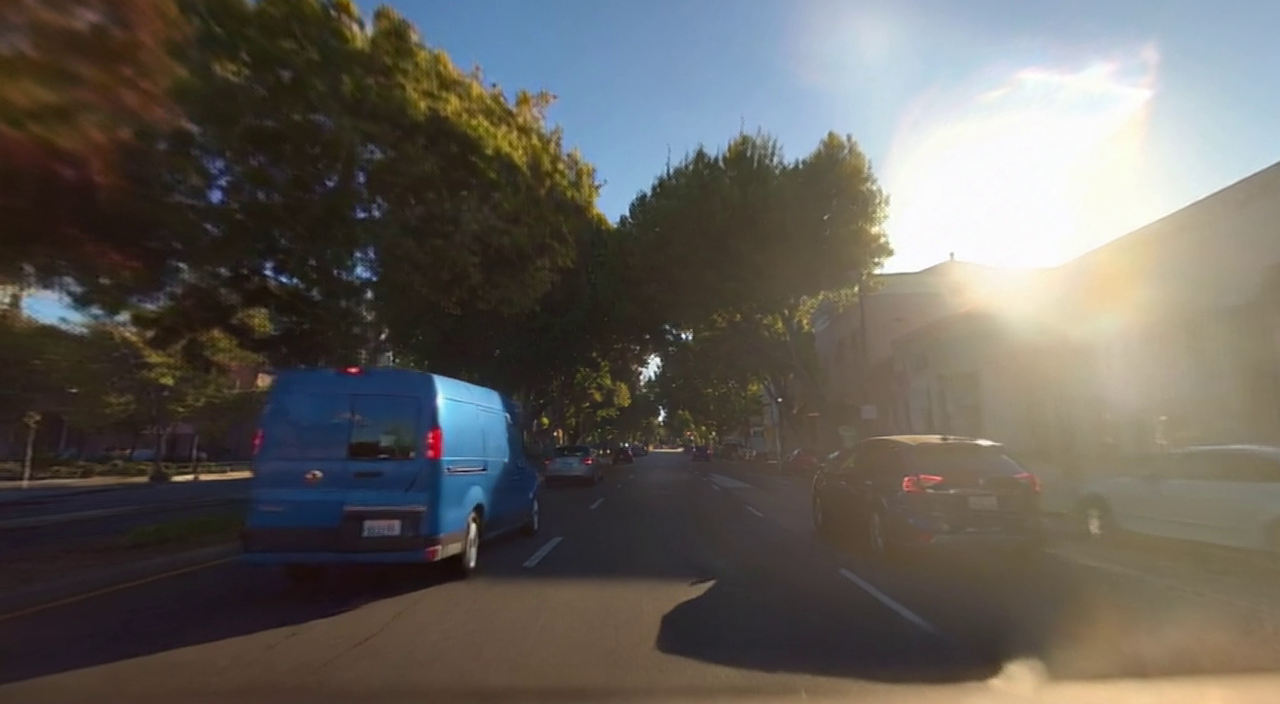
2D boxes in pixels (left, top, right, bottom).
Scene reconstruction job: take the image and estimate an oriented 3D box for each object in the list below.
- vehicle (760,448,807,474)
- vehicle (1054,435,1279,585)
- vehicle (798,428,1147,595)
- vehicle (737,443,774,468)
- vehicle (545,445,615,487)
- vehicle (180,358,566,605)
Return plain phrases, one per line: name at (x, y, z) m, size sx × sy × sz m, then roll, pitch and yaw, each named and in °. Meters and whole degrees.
vehicle at (8.423, 6.407, 37.468) m, size 1.896 × 1.442 × 4.305 m, roll 0°, pitch -9°, yaw 2°
vehicle at (7.350, 1.759, 7.556) m, size 1.896 × 1.479 × 4.416 m, roll 0°, pitch -9°, yaw 2°
vehicle at (3.579, 1.790, 8.053) m, size 2.021 × 1.491 × 4.563 m, roll 0°, pitch -9°, yaw 1°
vehicle at (8.768, 7.893, 48.315) m, size 2.017 × 1.745 × 4.670 m, roll 0°, pitch -9°, yaw 1°
vehicle at (-2.176, 4.310, 24.260) m, size 2.060 × 1.466 × 4.387 m, roll -1°, pitch -9°, yaw 3°
vehicle at (-2.692, 1.542, 8.431) m, size 2.490 × 2.153 × 5.594 m, roll 0°, pitch -9°, yaw 2°
